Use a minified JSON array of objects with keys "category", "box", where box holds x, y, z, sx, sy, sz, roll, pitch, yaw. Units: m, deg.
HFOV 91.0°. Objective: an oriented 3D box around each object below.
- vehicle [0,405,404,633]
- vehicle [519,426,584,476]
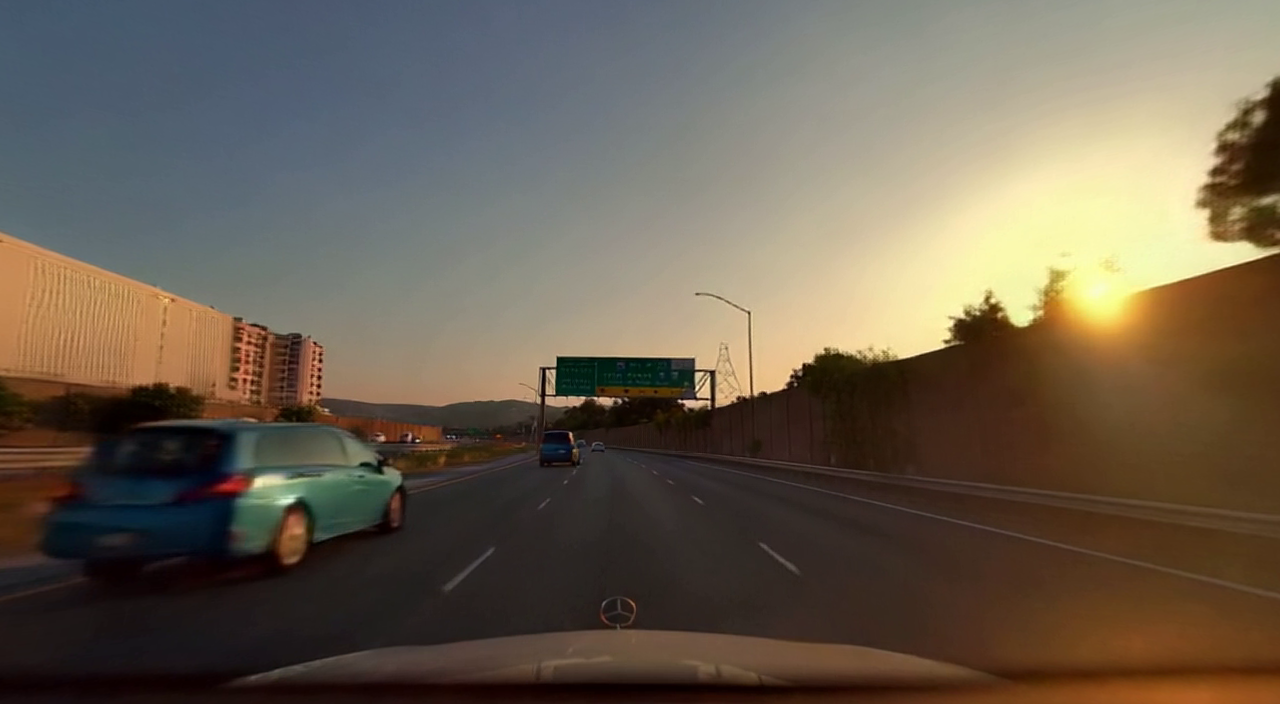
[{"category":"vehicle","box":[-4.217,1.451,6.489,2.045,1.547,4.162,0,-8,-2]},{"category":"vehicle","box":[-3.682,4.217,27.045,2.260,1.901,4.665,0,-8,-1]}]
